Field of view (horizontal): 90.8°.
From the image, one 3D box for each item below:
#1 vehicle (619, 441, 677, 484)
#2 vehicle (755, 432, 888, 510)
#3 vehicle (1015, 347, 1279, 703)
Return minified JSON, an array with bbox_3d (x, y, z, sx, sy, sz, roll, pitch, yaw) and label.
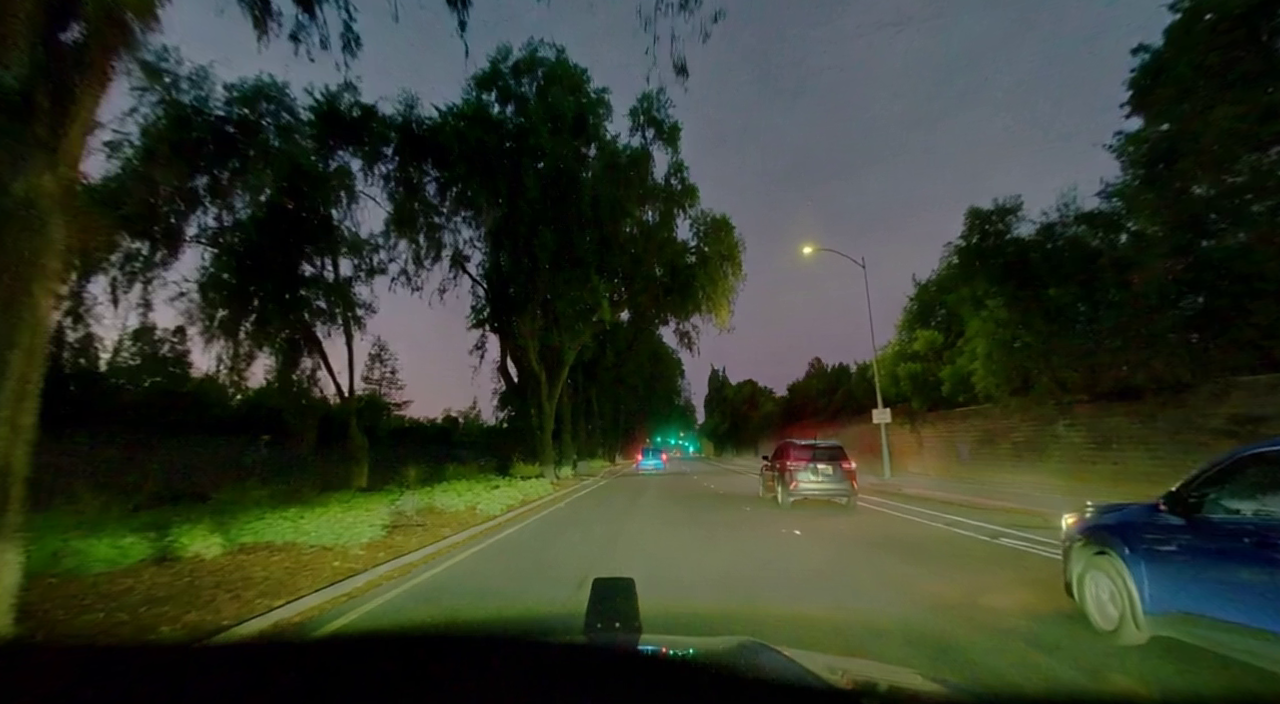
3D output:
[{"bbox_3d":[0.374,4.941,28.551,2.391,1.739,3.837,-1,-8,1],"label":"vehicle"},{"bbox_3d":[4.589,3.078,16.822,2.155,1.752,4.456,0,-8,-1],"label":"vehicle"},{"bbox_3d":[4.060,0.760,2.165,2.470,1.751,5.015,-1,-8,1],"label":"vehicle"}]
